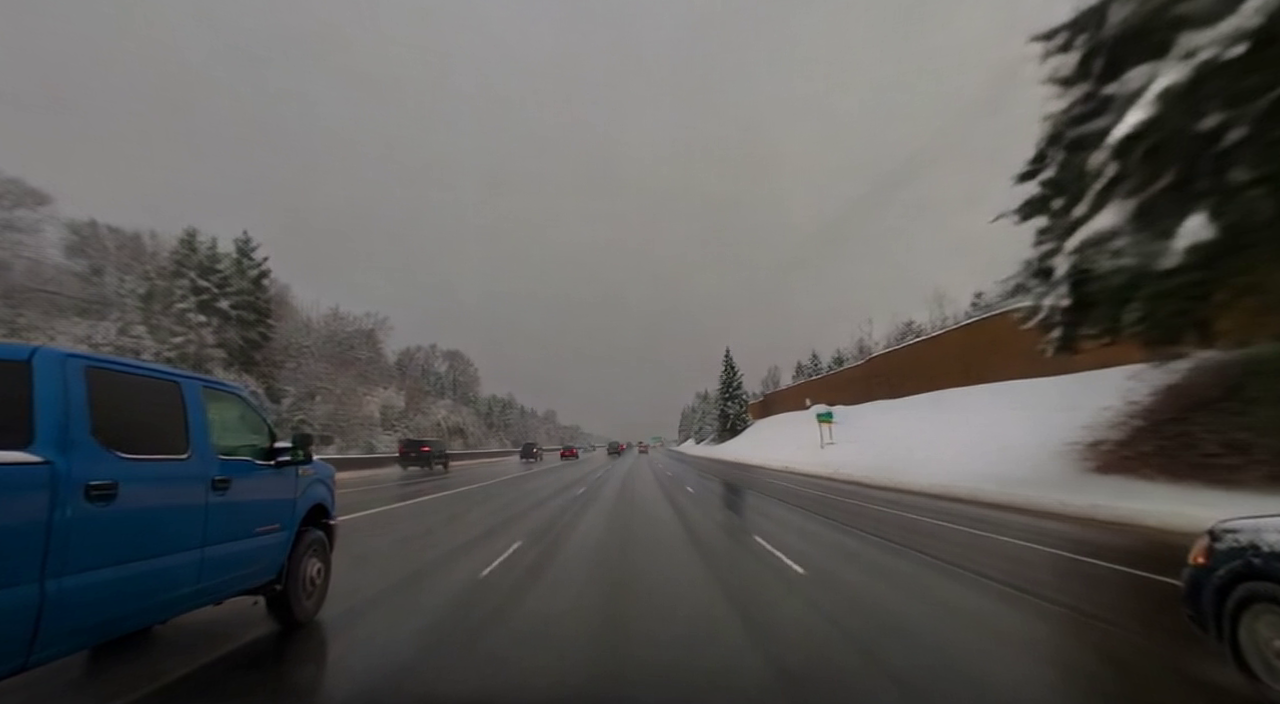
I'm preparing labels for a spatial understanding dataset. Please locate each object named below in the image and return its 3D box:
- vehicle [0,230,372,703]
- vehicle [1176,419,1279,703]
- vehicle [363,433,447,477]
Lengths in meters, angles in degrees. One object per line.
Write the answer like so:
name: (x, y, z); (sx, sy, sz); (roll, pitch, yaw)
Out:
vehicle: (-3.485, 0.602, 2.017); (2.483, 2.100, 6.208); (0, -9, 0)
vehicle: (4.295, 0.843, 1.439); (2.047, 1.524, 4.619); (0, -9, 0)
vehicle: (-10.940, 4.823, 29.841); (2.012, 1.875, 4.895); (0, -9, 1)
